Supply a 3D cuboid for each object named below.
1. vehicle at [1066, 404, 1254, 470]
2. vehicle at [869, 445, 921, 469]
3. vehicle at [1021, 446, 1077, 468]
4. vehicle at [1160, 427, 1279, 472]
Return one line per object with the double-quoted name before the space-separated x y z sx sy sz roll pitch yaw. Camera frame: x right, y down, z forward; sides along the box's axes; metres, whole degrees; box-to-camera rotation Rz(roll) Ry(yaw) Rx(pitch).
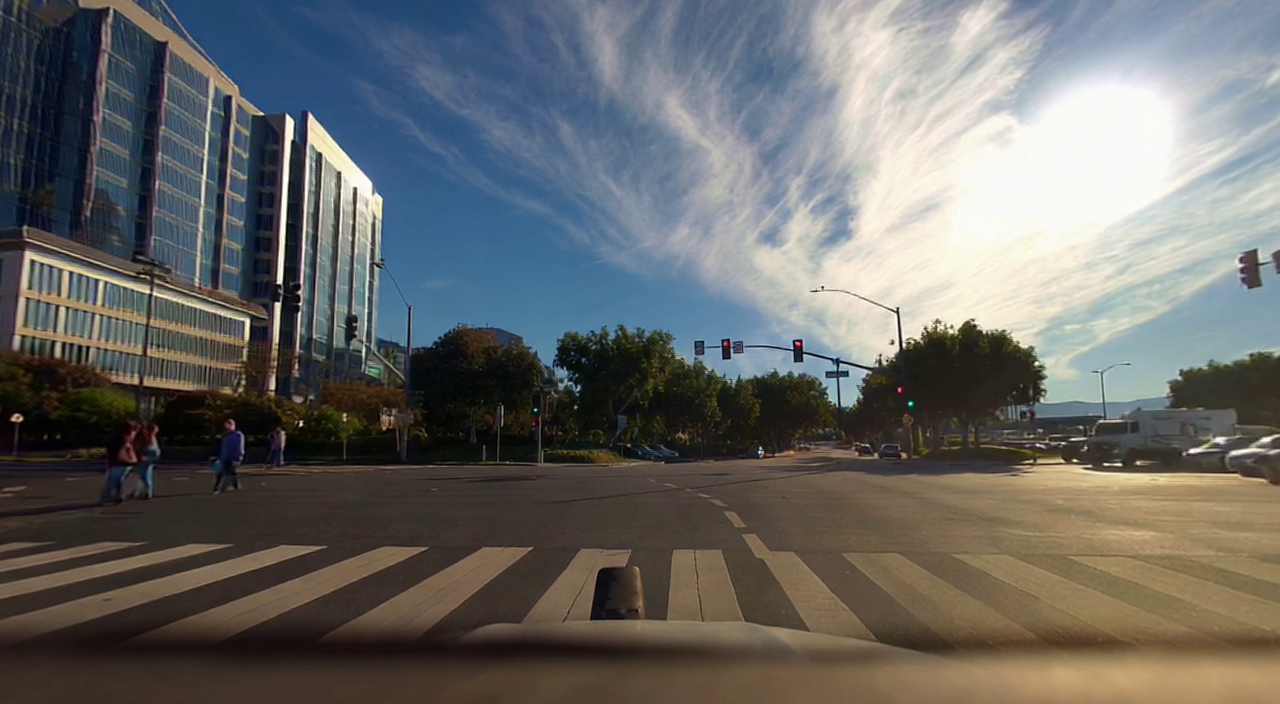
"vehicle" 22.953 3.819 28.158 5.855 2.746 2.523 -1 -9 3
"vehicle" 17.503 7.185 43.589 1.789 1.557 4.293 0 -9 1
"vehicle" 27.690 7.131 42.860 1.589 1.405 3.633 -1 -9 5
"vehicle" 21.198 3.361 21.791 4.740 1.464 1.876 -1 -9 3
